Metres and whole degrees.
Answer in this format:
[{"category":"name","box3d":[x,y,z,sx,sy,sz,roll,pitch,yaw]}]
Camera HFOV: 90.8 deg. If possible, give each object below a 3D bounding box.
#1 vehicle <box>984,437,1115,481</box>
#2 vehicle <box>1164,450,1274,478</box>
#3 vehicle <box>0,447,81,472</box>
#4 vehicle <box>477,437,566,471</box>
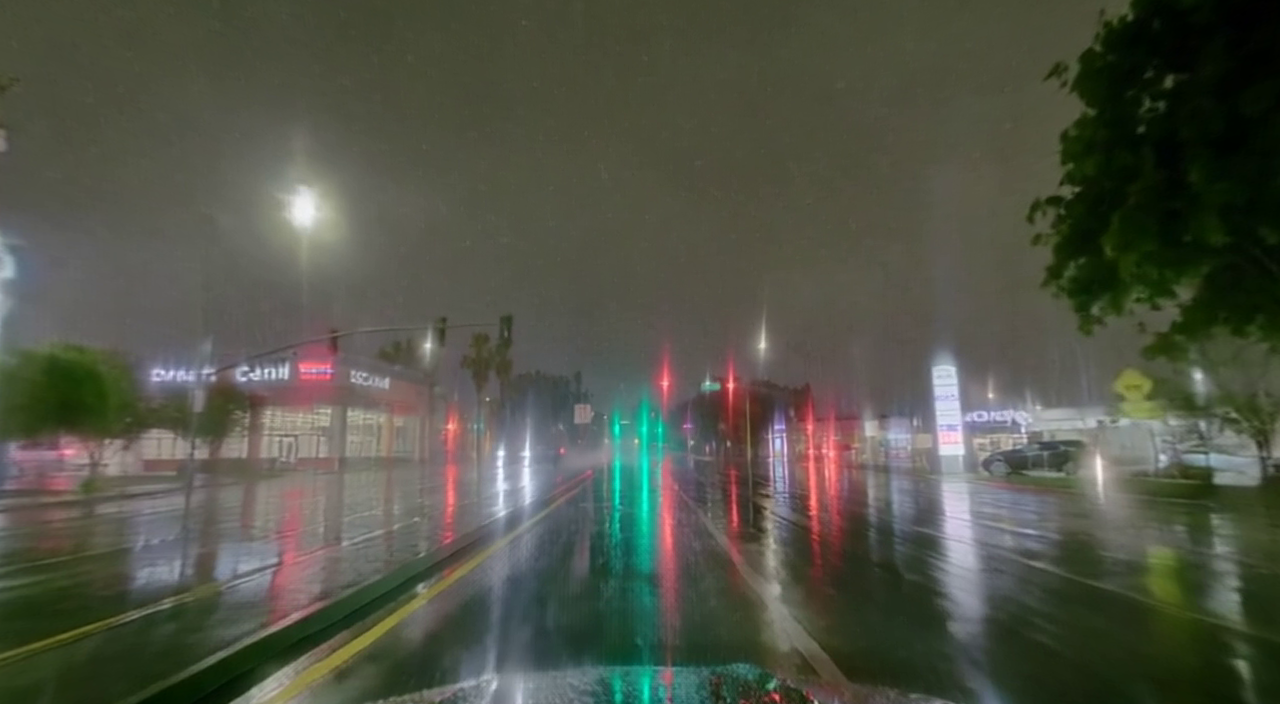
[{"category":"vehicle","box3d":[22.703,5.931,35.323,2.195,2.201,5.616,5,-10,-28]},{"category":"vehicle","box3d":[36.424,7.021,39.905,1.868,1.566,4.647,5,-10,-29]},{"category":"vehicle","box3d":[-44.311,7.892,46.542,4.275,1.724,1.979,0,-9,0]},{"category":"vehicle","box3d":[-6.305,5.481,33.986,4.408,1.728,2.010,0,-8,0]}]
